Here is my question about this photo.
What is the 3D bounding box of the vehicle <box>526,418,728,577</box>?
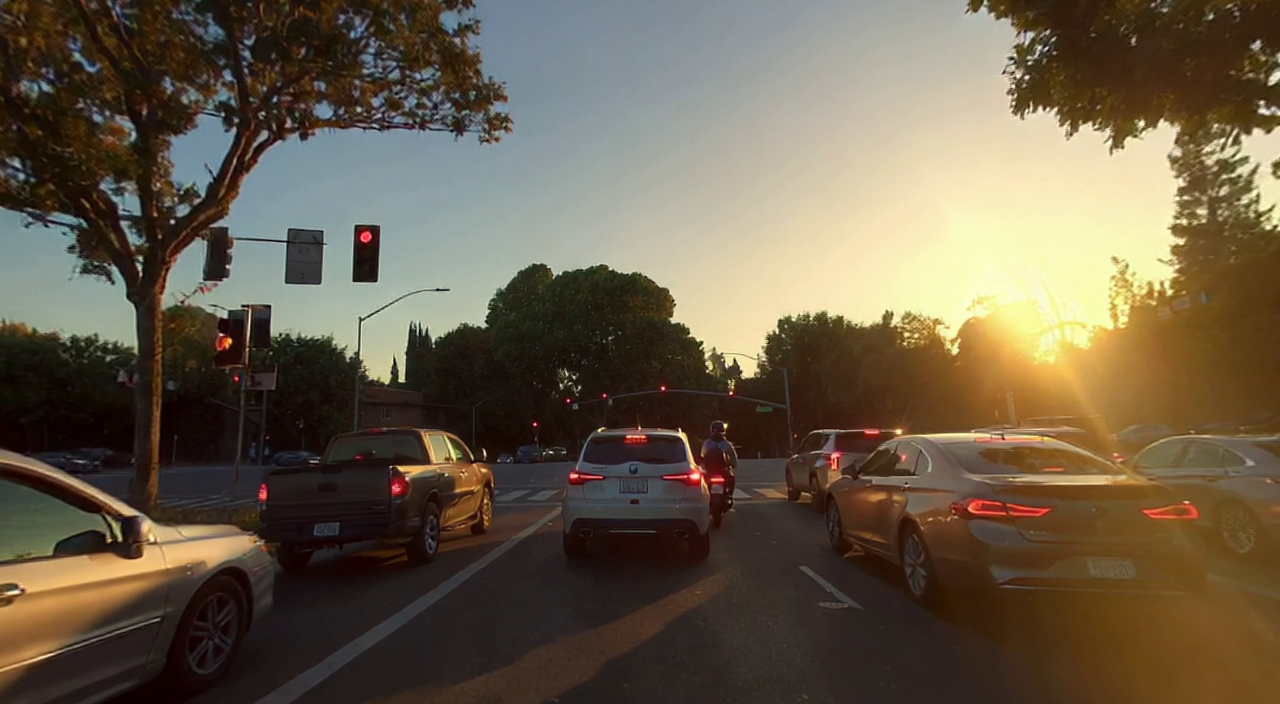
[{"bbox_3d":[-0.100,1.802,8.546,2.106,1.655,3.717,0,-8,1],"label":"vehicle"}]

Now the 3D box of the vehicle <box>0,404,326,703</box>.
[{"bbox_3d":[-3.352,0.947,2.356,1.863,1.495,4.667,0,-8,2],"label":"vehicle"}]

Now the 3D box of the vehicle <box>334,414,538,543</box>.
[{"bbox_3d":[-3.233,2.107,11.154,2.048,1.805,4.405,0,-8,1],"label":"vehicle"}]

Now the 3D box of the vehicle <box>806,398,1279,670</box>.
[{"bbox_3d":[3.225,1.445,6.187,2.006,1.659,4.462,0,-8,1],"label":"vehicle"}]
